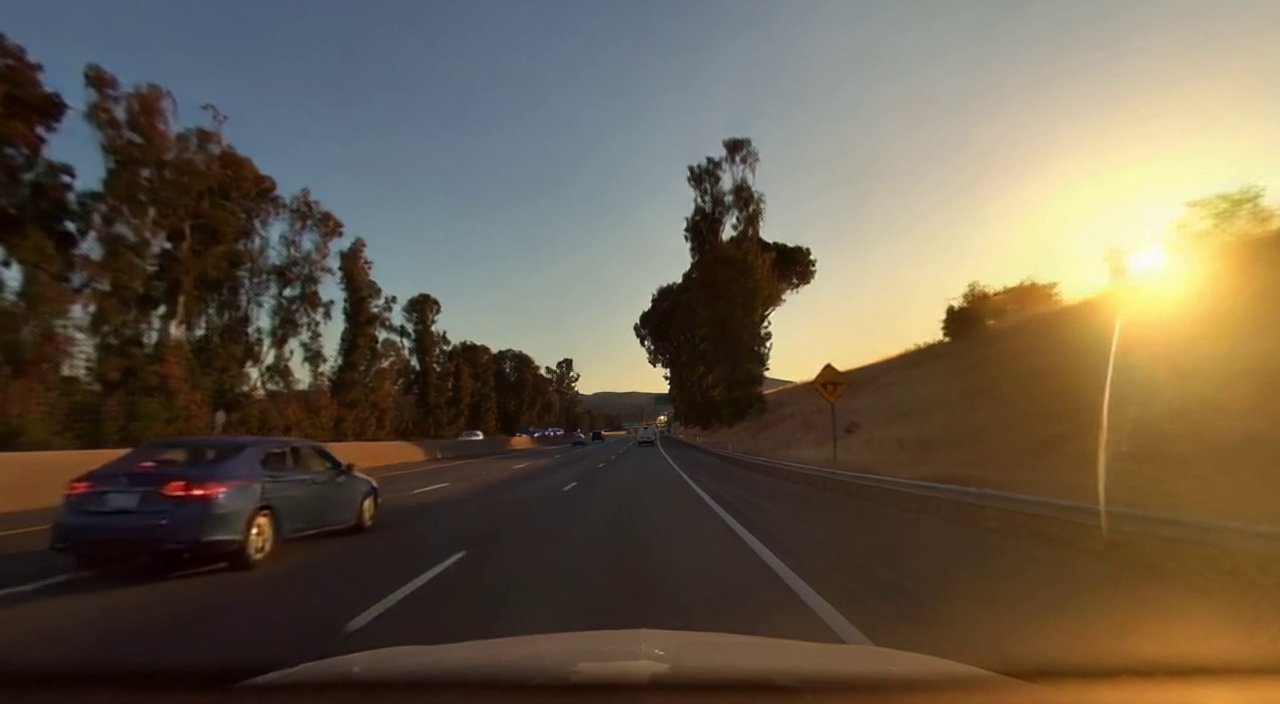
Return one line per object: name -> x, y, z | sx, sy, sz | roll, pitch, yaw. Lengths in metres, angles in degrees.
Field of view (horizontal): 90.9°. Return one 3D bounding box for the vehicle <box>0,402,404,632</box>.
vehicle -> -4.500, 1.478, 6.742 | 2.071, 1.556, 4.729 | 0, -8, 1
